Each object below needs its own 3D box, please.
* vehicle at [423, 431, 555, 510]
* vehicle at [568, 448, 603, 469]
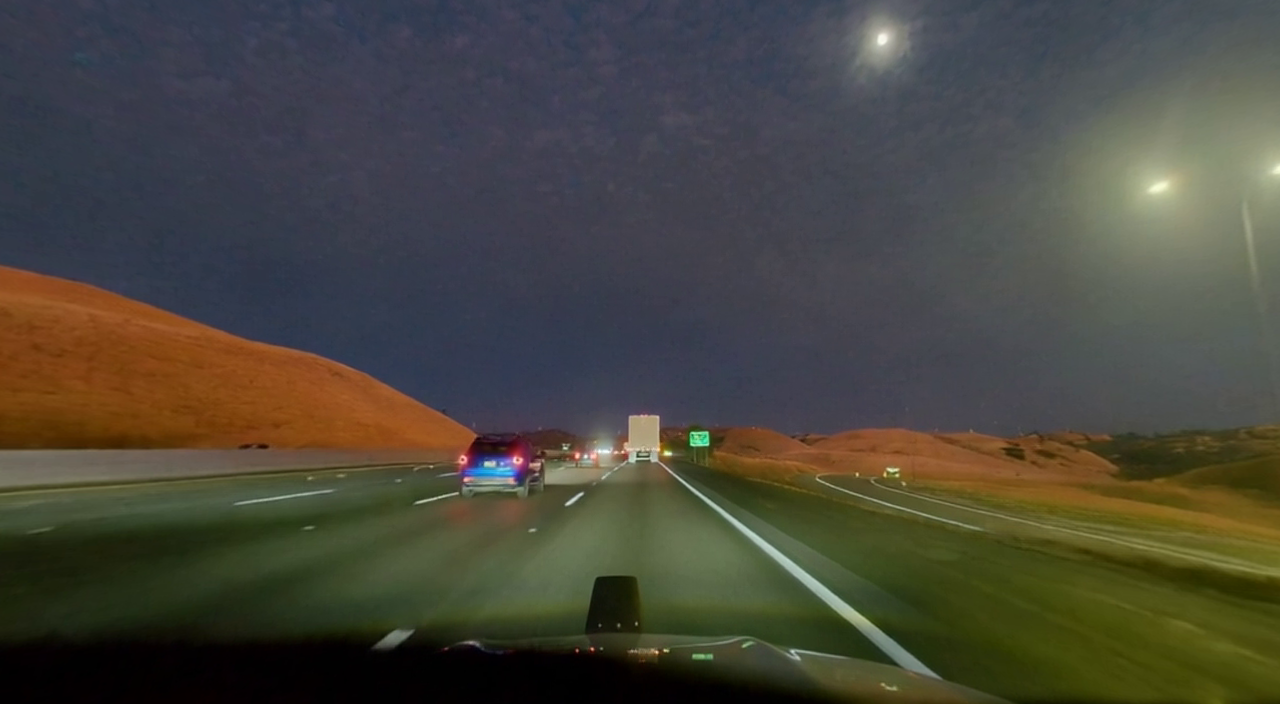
[{"bbox_3d":[-3.685,2.997,16.420,2.194,1.725,4.698,0,-9,1],"label":"vehicle"},{"bbox_3d":[-3.993,7.846,46.663,2.101,1.476,4.471,1,-9,1],"label":"vehicle"}]
